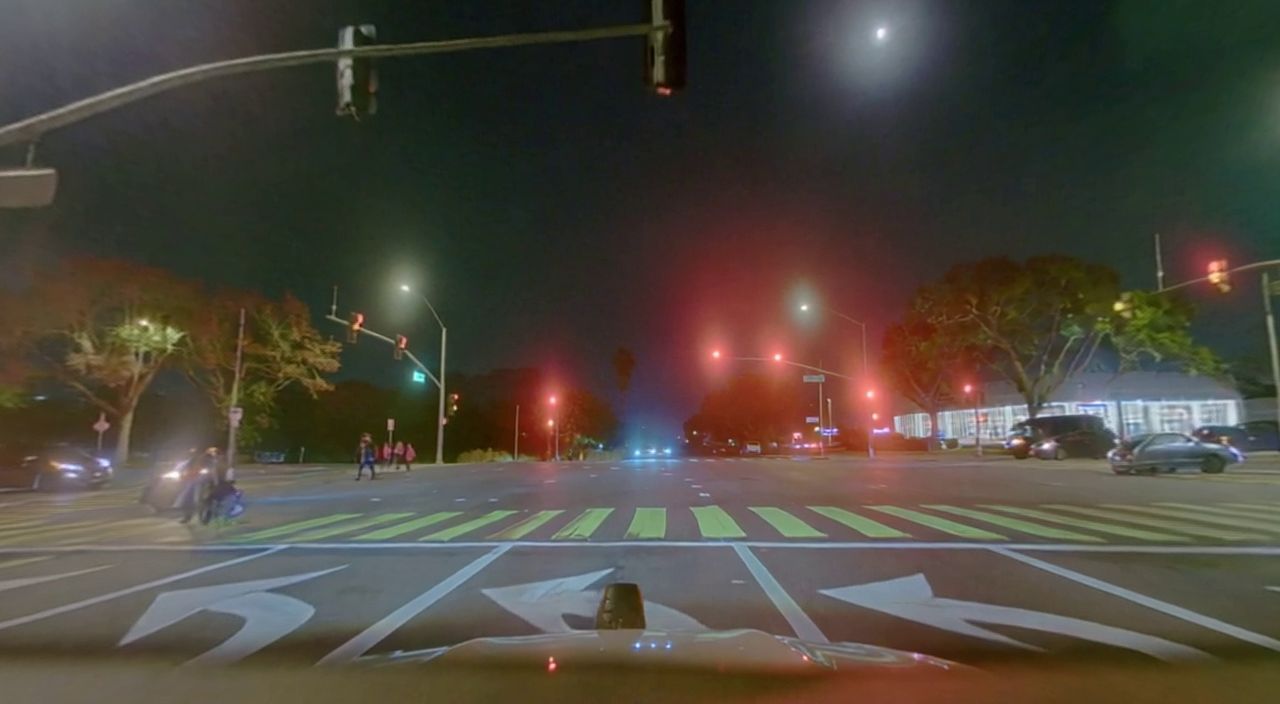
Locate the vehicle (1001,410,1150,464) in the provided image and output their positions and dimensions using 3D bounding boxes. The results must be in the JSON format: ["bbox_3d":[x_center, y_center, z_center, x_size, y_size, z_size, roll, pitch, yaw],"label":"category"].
[{"bbox_3d":[23.120,4.555,33.818,5.855,2.746,2.523,-1,-9,4],"label":"vehicle"}]

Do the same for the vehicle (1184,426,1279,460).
[{"bbox_3d":[31.673,4.722,32.762,4.896,1.729,1.952,-1,-9,5],"label":"vehicle"}]

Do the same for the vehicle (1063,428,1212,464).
[{"bbox_3d":[21.479,4.102,27.460,4.740,1.464,1.876,-1,-9,3],"label":"vehicle"}]

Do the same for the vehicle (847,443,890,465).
[{"bbox_3d":[17.774,7.925,49.254,1.789,1.557,4.293,0,-9,1],"label":"vehicle"}]

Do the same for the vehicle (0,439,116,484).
[{"bbox_3d":[-21.559,3.886,22.461,4.265,1.493,1.871,-1,-9,4],"label":"vehicle"}]
